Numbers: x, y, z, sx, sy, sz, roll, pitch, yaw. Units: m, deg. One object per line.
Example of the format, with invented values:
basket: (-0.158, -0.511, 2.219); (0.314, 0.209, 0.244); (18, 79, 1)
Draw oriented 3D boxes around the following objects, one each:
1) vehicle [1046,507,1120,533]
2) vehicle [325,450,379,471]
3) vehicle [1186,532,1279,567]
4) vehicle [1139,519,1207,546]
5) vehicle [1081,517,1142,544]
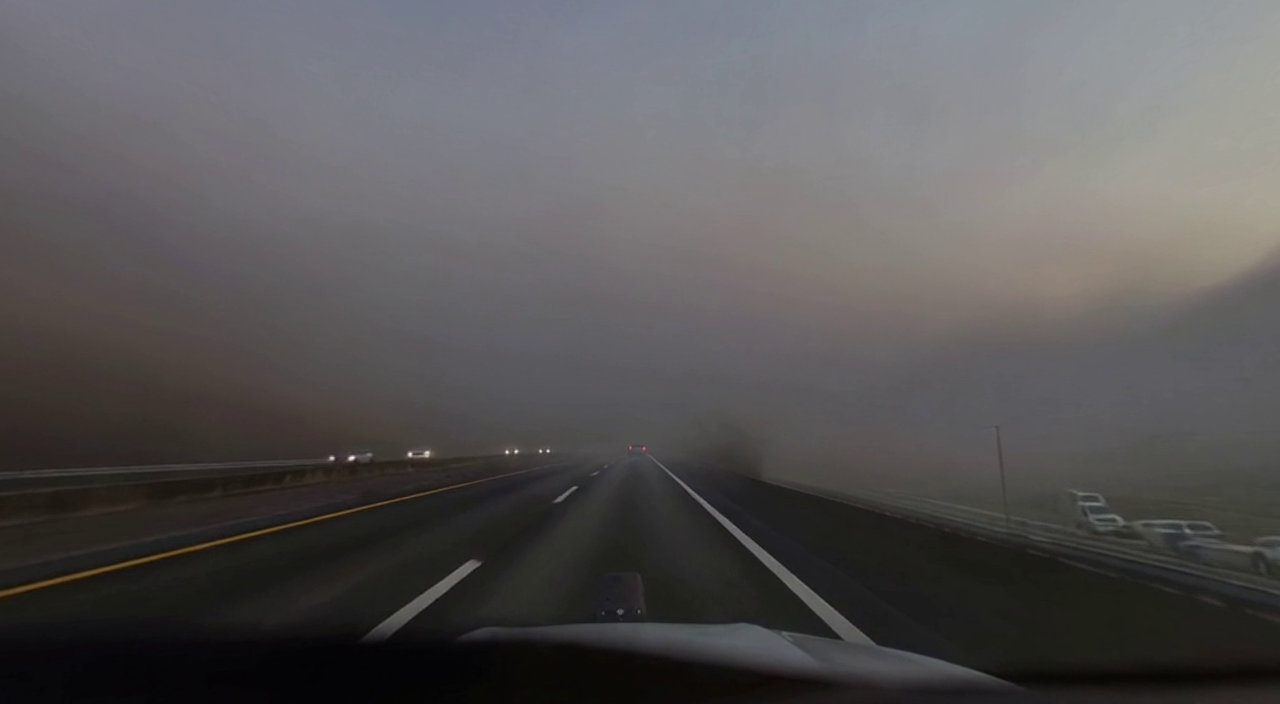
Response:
vehicle: (34.759, 13.168, 49.634); (4.190, 1.776, 2.089); (0, -9, 2)
vehicle: (-21.619, 8.144, 47.679); (1.853, 1.495, 4.676); (0, -9, 0)
vehicle: (36.695, 12.191, 39.098); (3.639, 1.728, 2.172); (0, -9, 1)
vehicle: (37.232, 12.586, 44.173); (3.162, 1.622, 1.663); (0, -9, 0)
vehicle: (35.106, 13.266, 47.057); (2.908, 1.632, 1.996); (0, -9, 2)
